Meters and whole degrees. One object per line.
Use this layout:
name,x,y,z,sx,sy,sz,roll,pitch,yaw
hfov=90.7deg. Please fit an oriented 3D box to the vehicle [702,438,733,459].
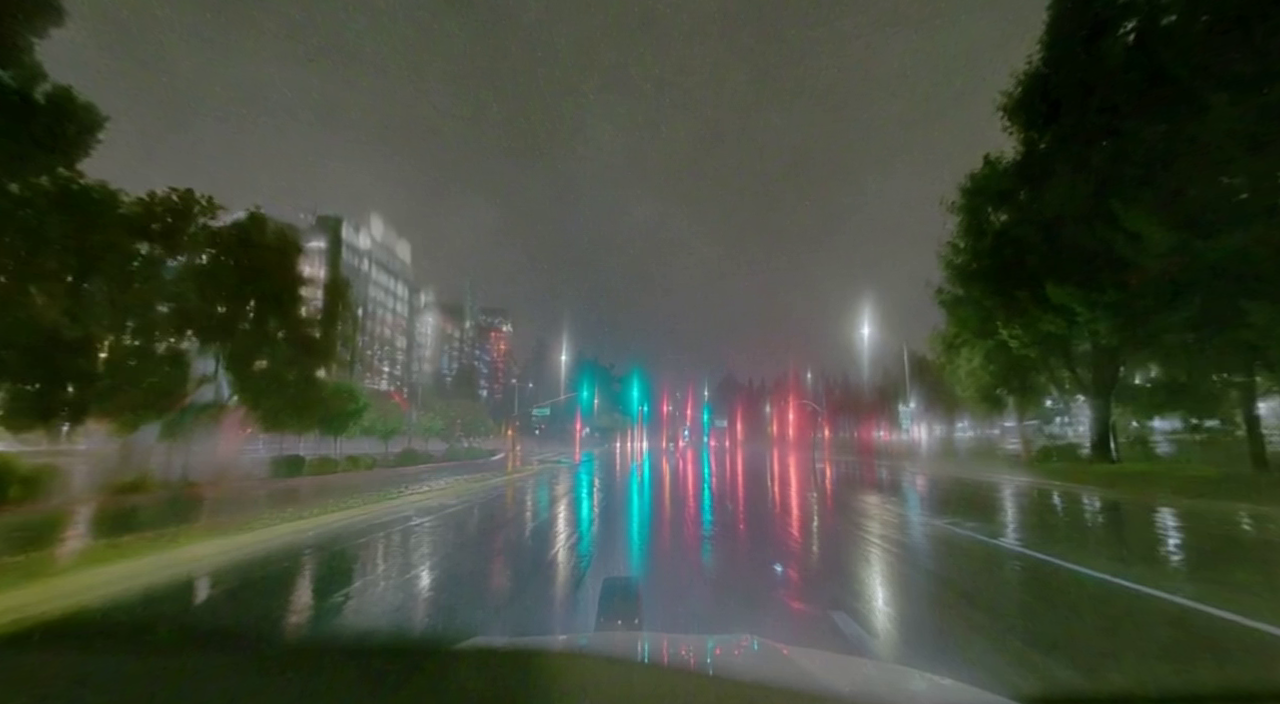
vehicle,5.724,7.208,47.202,1.998,1.460,3.898,-1,-8,3
